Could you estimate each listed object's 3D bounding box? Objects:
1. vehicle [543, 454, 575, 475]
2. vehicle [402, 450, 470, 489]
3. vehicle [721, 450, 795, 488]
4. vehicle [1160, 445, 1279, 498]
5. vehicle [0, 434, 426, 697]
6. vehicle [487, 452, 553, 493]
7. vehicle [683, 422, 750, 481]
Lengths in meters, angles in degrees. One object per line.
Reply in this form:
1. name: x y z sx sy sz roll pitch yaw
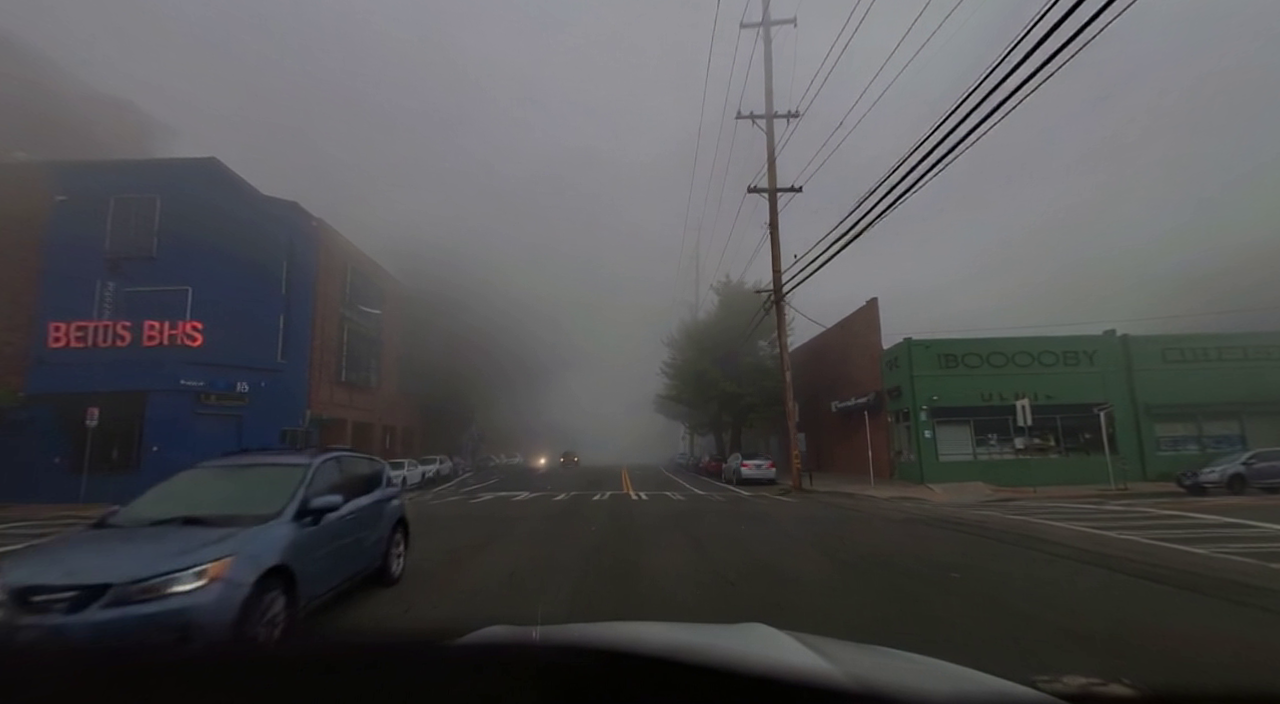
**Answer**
1. vehicle: -6.001 8.384 47.378 1.845 1.469 4.413 0 -9 -1
2. vehicle: -11.003 6.329 34.456 2.072 1.818 4.951 -3 -9 0
3. vehicle: 5.456 5.472 29.866 1.963 1.646 4.204 2 -9 -11
4. vehicle: 18.538 3.513 18.751 4.368 1.479 1.985 0 -9 1
5. vehicle: -3.617 1.558 5.800 1.914 1.506 4.125 0 -9 -1
6. vehicle: -4.816 4.893 26.005 2.050 1.505 4.219 0 -9 -3
7. vehicle: 4.450 6.065 38.583 2.815 3.203 7.558 0 -9 -2
